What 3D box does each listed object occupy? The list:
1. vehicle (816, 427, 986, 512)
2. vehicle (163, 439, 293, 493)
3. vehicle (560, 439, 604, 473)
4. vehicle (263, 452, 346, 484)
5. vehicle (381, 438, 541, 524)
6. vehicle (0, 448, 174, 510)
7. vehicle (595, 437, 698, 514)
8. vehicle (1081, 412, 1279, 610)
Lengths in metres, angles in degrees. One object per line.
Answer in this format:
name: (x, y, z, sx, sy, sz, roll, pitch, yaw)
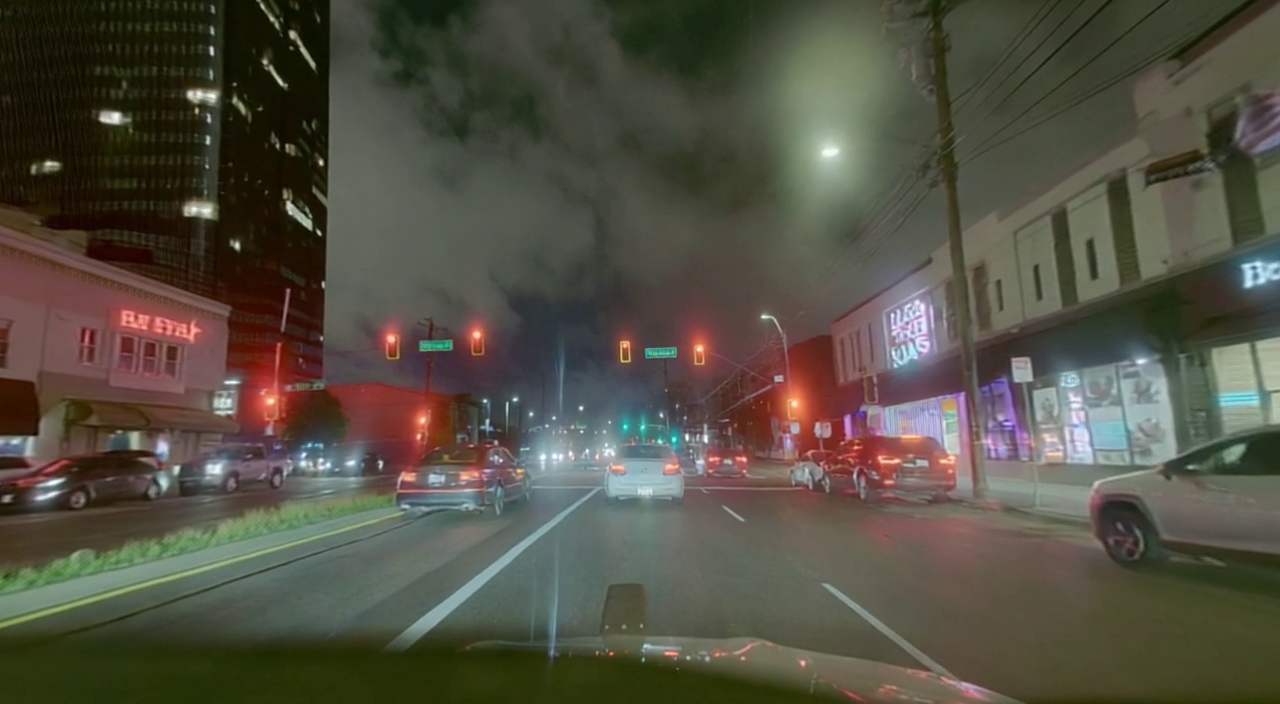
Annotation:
vehicle: (6.579, 3.020, 16.765, 2.289, 1.867, 5.322, 0, -9, 1)
vehicle: (-16.817, 4.646, 26.205, 2.239, 1.963, 5.779, 1, -9, -9)
vehicle: (-3.104, 5.688, 34.535, 2.007, 1.736, 4.185, 0, -9, 1)
vehicle: (-17.179, 5.926, 32.507, 1.774, 1.436, 4.473, 0, -9, 1)
vehicle: (-3.431, 2.552, 13.044, 1.950, 1.450, 4.257, 0, -9, 1)
vehicle: (-17.094, 3.824, 19.543, 1.888, 1.692, 4.356, 0, -9, 0)
vehicle: (0.102, 2.753, 14.530, 2.037, 1.484, 4.073, 0, -9, -1)
vehicle: (6.598, 1.402, 5.595, 1.986, 1.722, 4.516, 0, -9, -1)
